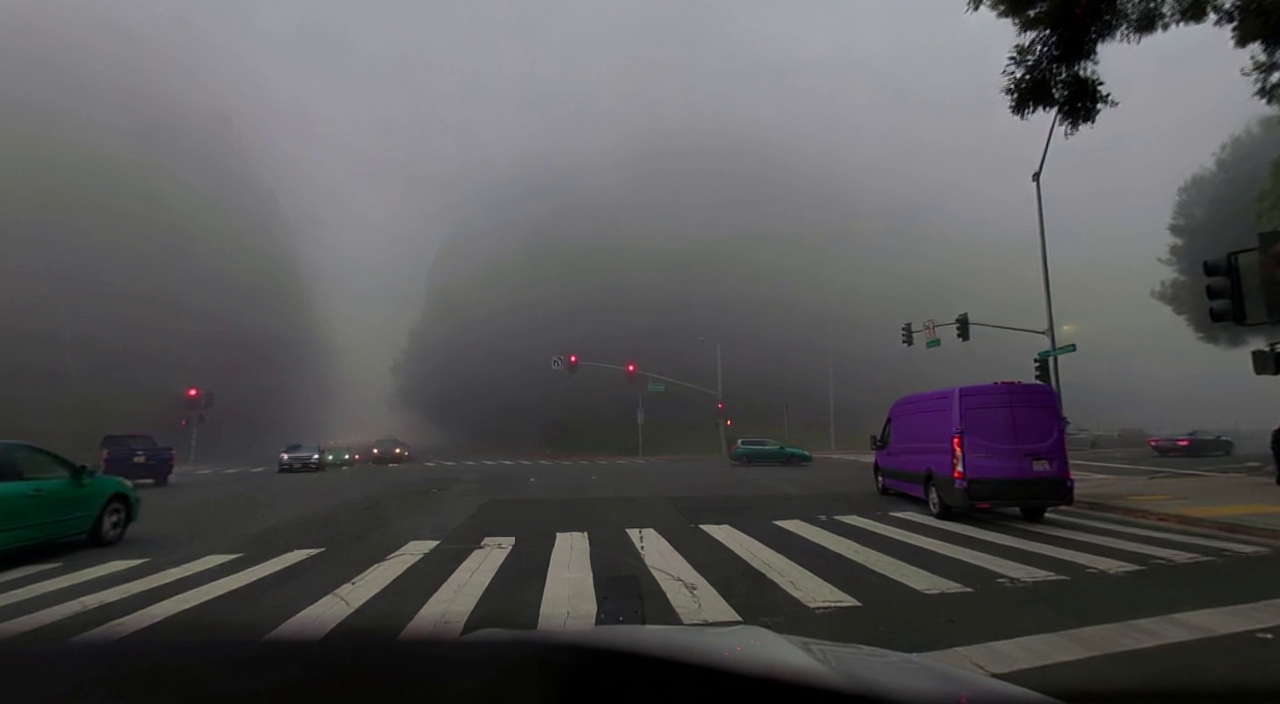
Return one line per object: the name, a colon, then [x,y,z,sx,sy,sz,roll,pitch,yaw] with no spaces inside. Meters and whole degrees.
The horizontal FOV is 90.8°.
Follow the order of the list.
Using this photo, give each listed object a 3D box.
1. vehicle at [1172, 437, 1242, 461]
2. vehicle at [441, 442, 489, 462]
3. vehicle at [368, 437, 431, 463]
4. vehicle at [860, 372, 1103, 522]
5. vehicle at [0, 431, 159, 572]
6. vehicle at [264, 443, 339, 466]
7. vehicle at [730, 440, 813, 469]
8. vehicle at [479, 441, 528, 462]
vehicle: [36.938,6.279,41.117,4.413,1.485,1.860,4,-10,-28]
vehicle: [-13.192,7.587,47.860,1.845,1.426,4.289,-1,-9,8]
vehicle: [-17.390,7.153,46.001,2.189,1.753,4.785,-1,-9,8]
vehicle: [6.684,2.002,13.388,2.332,2.511,5.326,-1,-9,3]
vehicle: [-7.388,1.501,6.329,1.824,1.414,4.597,1,-8,-5]
vehicle: [-21.844,6.639,40.973,1.859,1.415,4.591,-1,-9,8]
vehicle: [6.786,5.268,32.517,3.909,1.409,1.907,-3,-9,21]
vehicle: [-10.160,7.464,47.388,2.097,1.484,4.596,-1,-9,8]
